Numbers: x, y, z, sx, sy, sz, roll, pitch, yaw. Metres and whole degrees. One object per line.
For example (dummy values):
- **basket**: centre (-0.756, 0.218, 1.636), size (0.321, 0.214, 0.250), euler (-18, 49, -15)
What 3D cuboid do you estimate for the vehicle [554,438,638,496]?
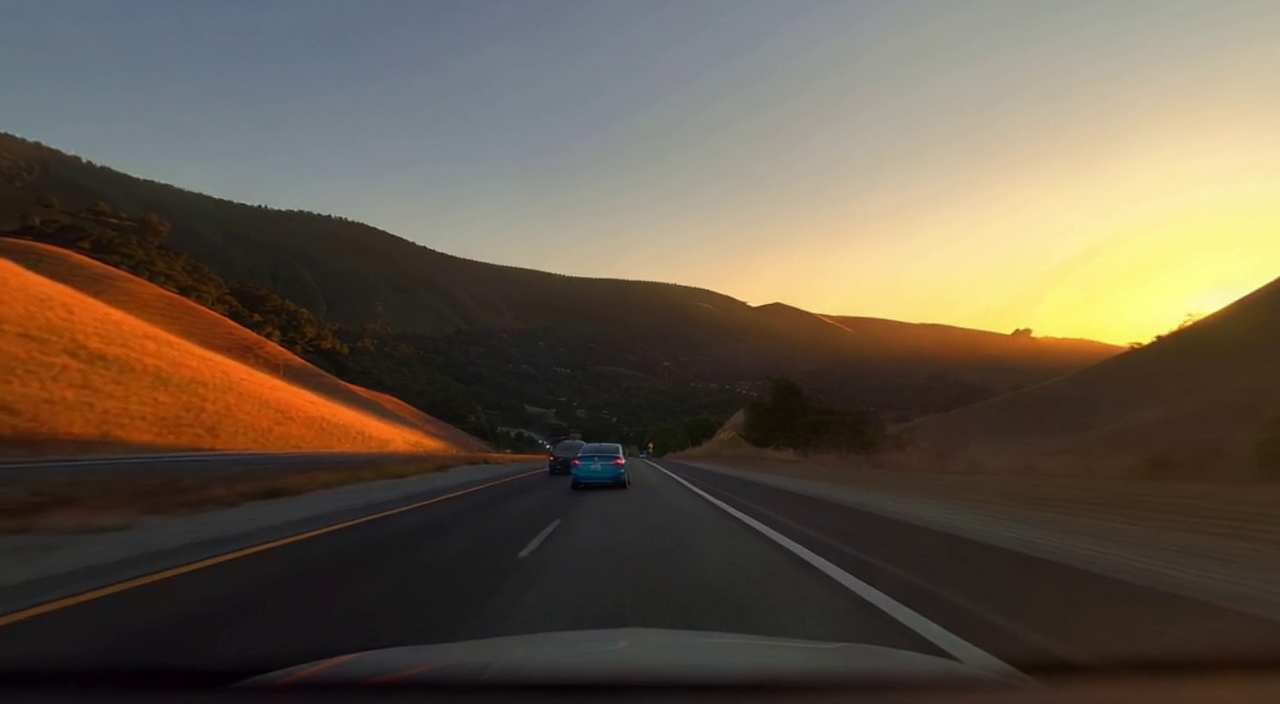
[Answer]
- **vehicle**: centre (-1.203, 3.456, 19.264), size (2.097, 1.511, 4.585), euler (-1, -9, 2)
